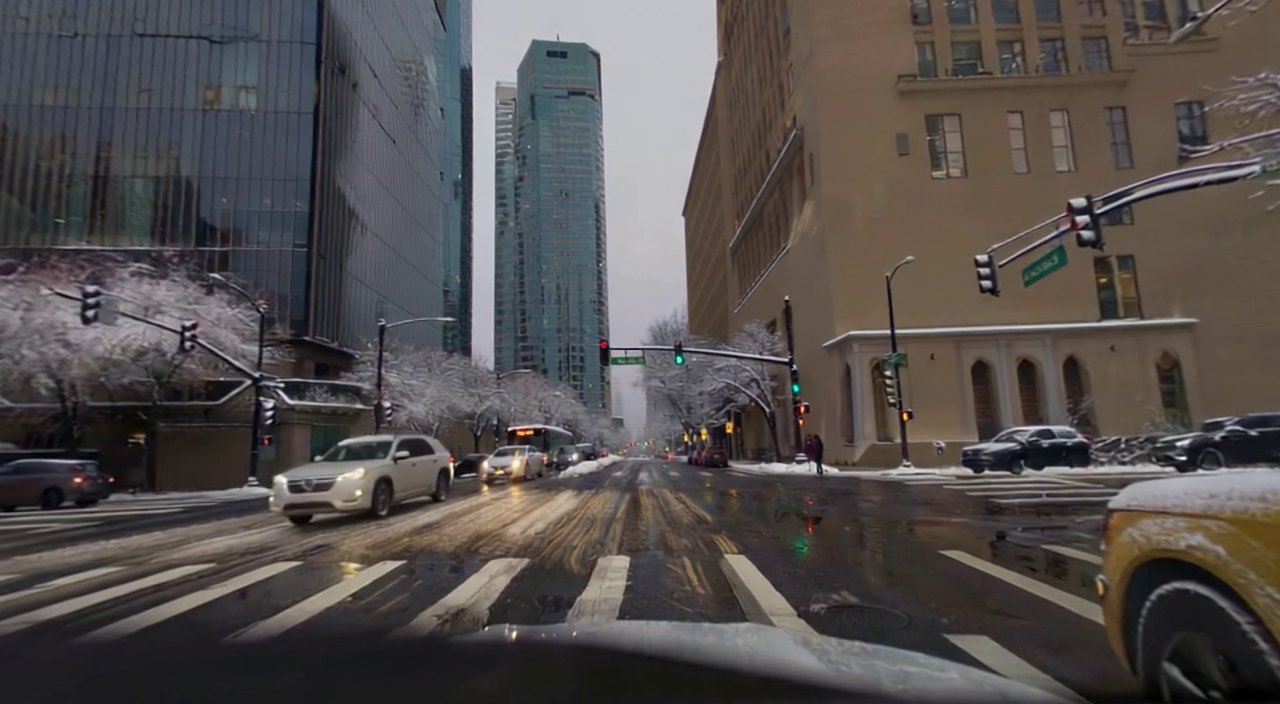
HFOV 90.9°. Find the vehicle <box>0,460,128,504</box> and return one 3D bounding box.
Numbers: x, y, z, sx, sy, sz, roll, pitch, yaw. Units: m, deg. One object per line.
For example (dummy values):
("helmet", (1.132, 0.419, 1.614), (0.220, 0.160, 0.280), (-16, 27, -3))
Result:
("vehicle", (-27.153, 5.966, 29.137), (5.101, 1.851, 2.118), (0, -8, 2))

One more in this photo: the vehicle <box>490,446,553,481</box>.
("vehicle", (-5.446, 5.179, 29.636), (1.956, 1.457, 4.958), (0, -8, 1))

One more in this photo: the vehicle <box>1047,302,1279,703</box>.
("vehicle", (3.250, 0.537, 0.672), (2.118, 1.848, 5.426), (0, -8, 2))

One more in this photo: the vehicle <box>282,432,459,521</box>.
("vehicle", (-5.904, 2.752, 14.548), (1.990, 1.710, 4.507), (0, -8, 1))
